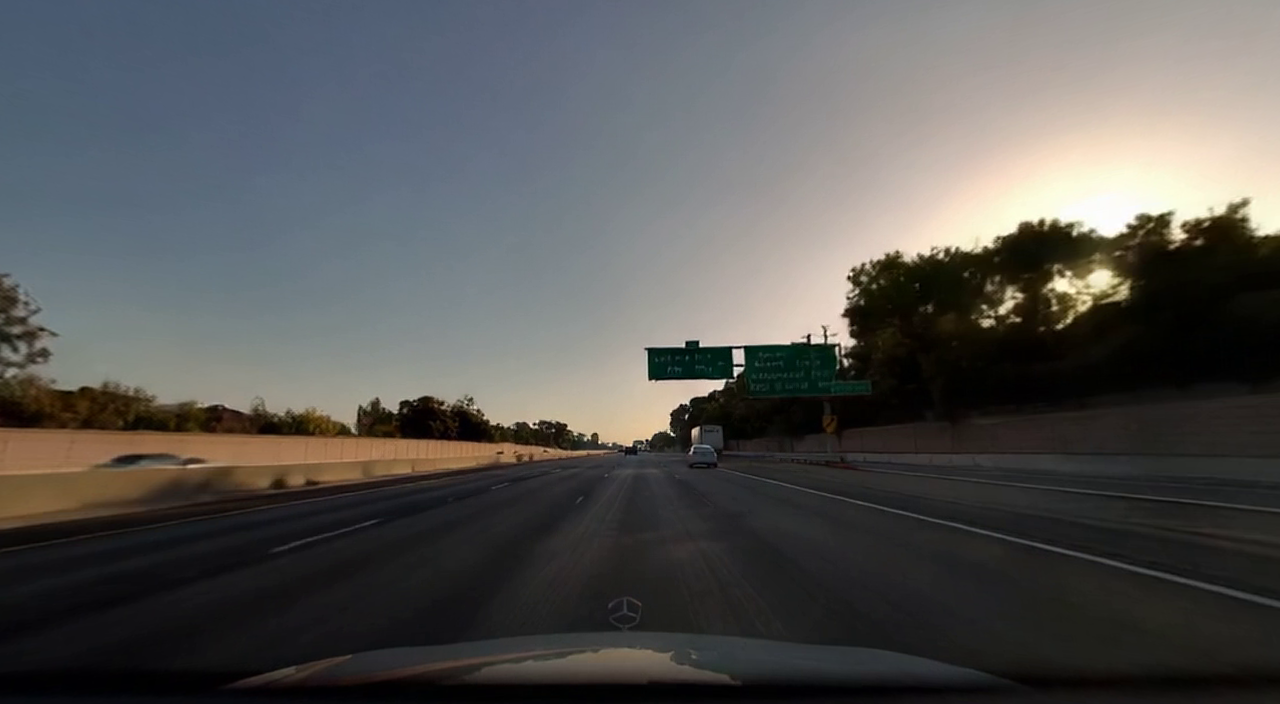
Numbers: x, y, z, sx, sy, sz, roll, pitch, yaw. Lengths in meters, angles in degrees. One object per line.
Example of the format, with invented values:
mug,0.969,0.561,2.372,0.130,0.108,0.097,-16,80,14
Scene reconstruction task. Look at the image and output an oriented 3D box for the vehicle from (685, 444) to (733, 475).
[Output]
vehicle,3.584,5.688,33.580,2.033,1.501,4.398,0,-9,-1
